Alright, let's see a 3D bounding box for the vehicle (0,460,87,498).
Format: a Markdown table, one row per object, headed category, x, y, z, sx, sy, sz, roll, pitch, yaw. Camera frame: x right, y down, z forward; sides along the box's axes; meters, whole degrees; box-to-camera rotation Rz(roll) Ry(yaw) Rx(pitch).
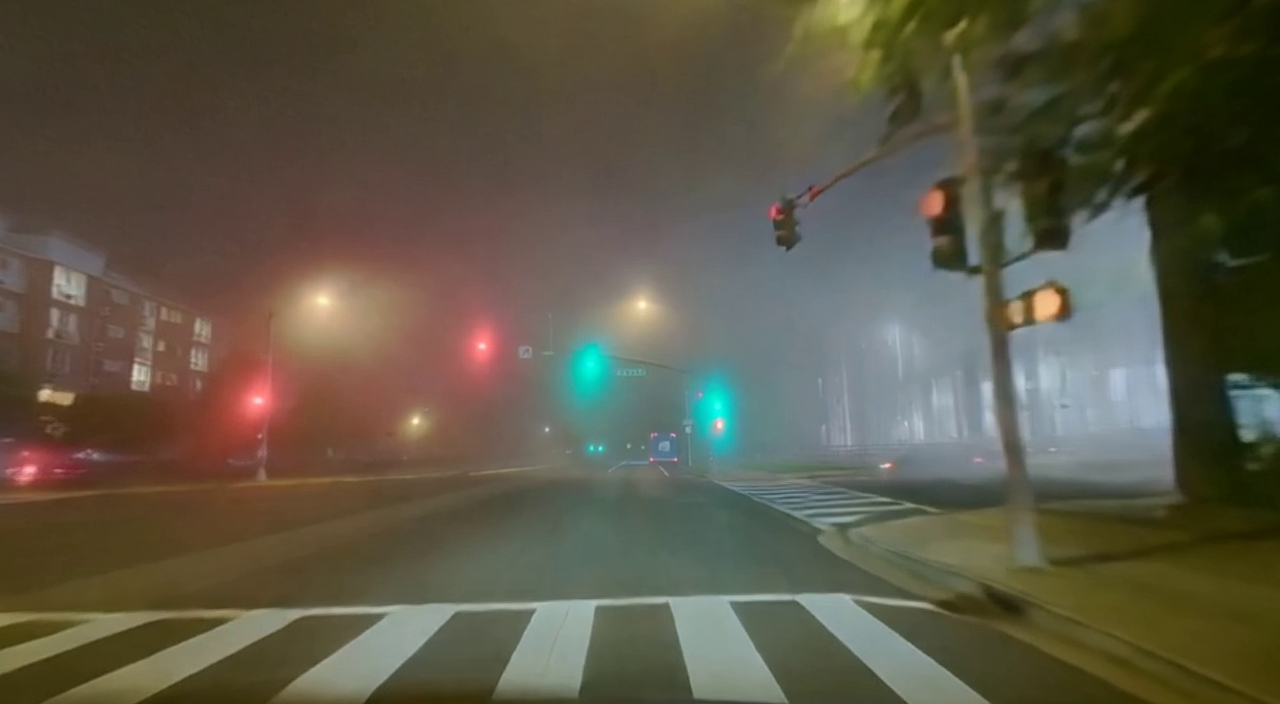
| category | x | y | z | sx | sy | sz | roll | pitch | yaw |
| --- | --- | --- | --- | --- | --- | --- | --- | --- | --- |
| vehicle | -26.250 | 5.309 | 26.541 | 4.153 | 1.493 | 1.808 | 0 | -9 | -2 |
